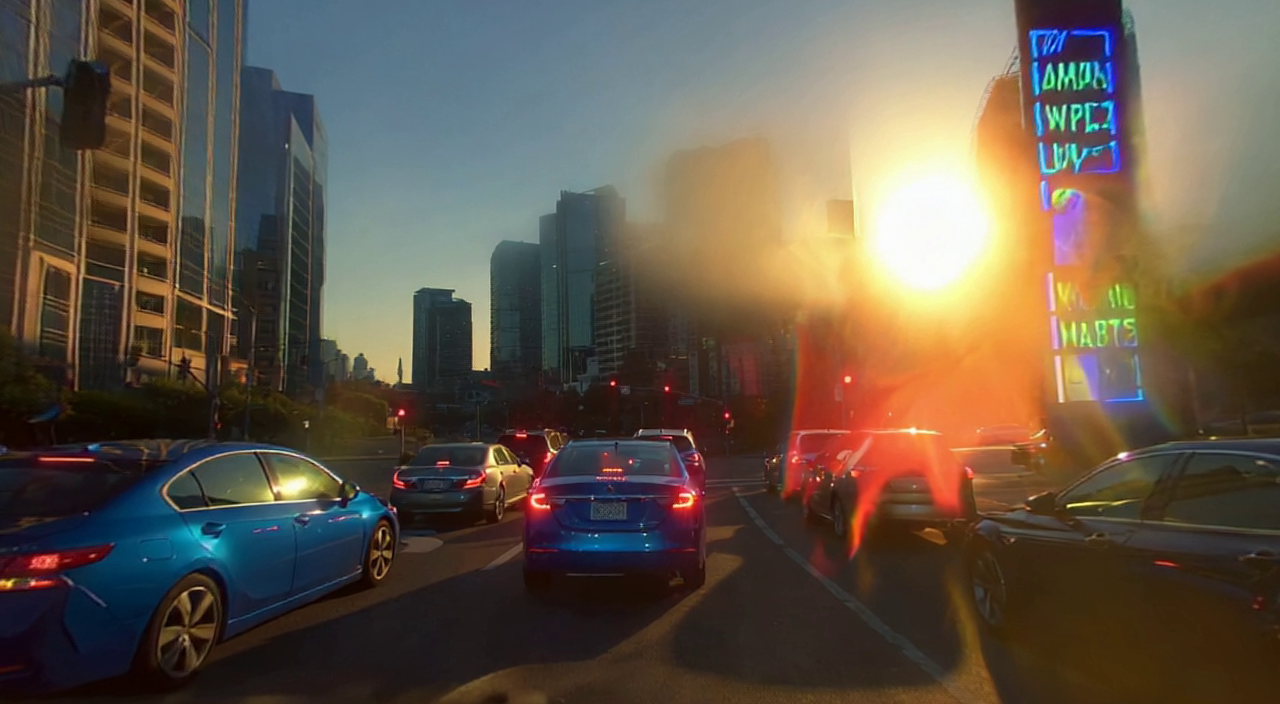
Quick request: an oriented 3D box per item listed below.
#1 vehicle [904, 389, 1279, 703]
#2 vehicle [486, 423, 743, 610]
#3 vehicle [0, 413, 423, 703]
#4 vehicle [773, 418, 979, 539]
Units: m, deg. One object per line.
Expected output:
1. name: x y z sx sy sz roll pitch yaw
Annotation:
1. vehicle: 3.416 1.072 3.561 1.981 1.499 4.536 0 -8 2
2. vehicle: -0.192 1.622 7.124 2.059 1.477 3.988 0 -8 0
3. vehicle: -3.403 1.299 4.721 1.980 1.454 4.226 0 -8 1
4. vehicle: 3.768 2.097 11.019 2.007 1.683 4.171 0 -8 1
